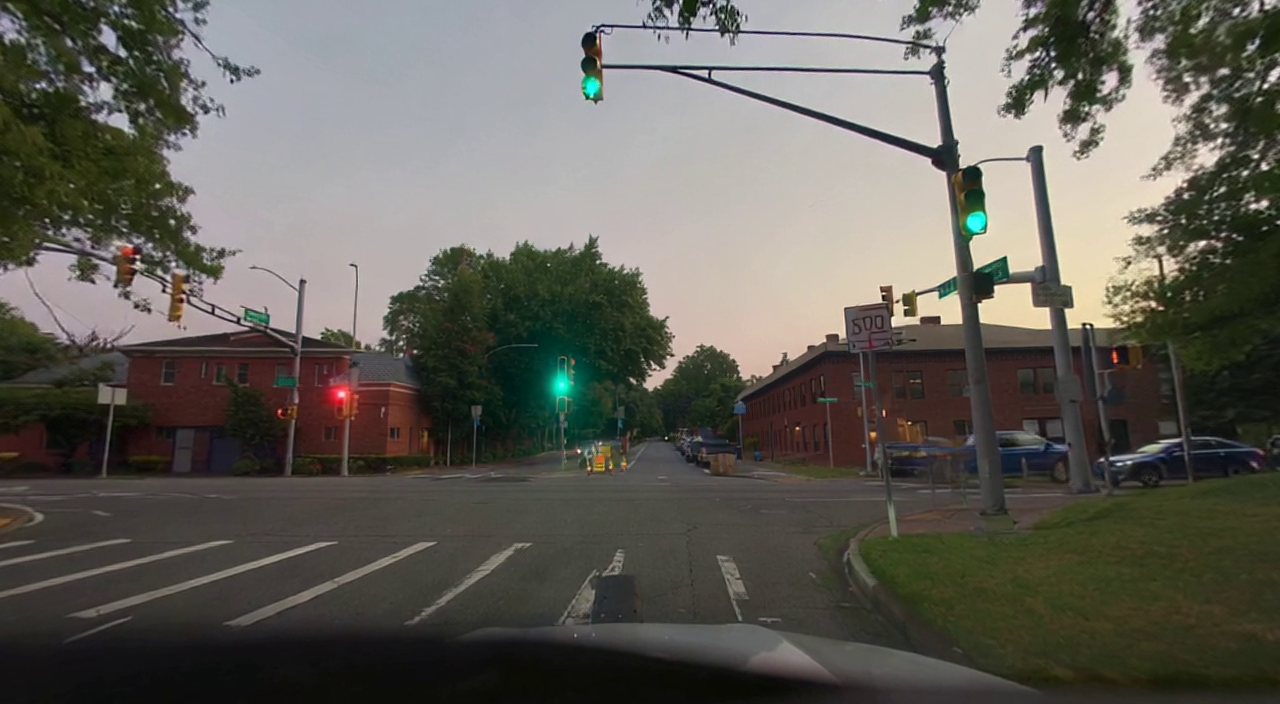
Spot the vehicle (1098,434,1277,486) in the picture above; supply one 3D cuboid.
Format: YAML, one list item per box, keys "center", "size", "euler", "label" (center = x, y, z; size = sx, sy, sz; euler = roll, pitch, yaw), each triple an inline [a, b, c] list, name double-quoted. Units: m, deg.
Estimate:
- center: [16.801, 3.320, 19.492]
  size: [3.876, 1.512, 1.784]
  euler: [0, -8, -1]
  label: "vehicle"

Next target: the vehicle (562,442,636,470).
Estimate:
- center: [-2.458, 6.163, 37.532]
  size: [3.991, 1.526, 1.868]
  euler: [-5, -9, 31]
  label: "vehicle"

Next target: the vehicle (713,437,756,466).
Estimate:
- center: [6.882, 7.235, 46.109]
  size: [1.491, 2.041, 2.964]
  euler: [6, -10, -36]
  label: "vehicle"

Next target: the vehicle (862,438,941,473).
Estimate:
- center: [12.411, 5.033, 30.213]
  size: [1.922, 1.529, 3.964]
  euler: [0, -11, -2]
  label: "vehicle"
